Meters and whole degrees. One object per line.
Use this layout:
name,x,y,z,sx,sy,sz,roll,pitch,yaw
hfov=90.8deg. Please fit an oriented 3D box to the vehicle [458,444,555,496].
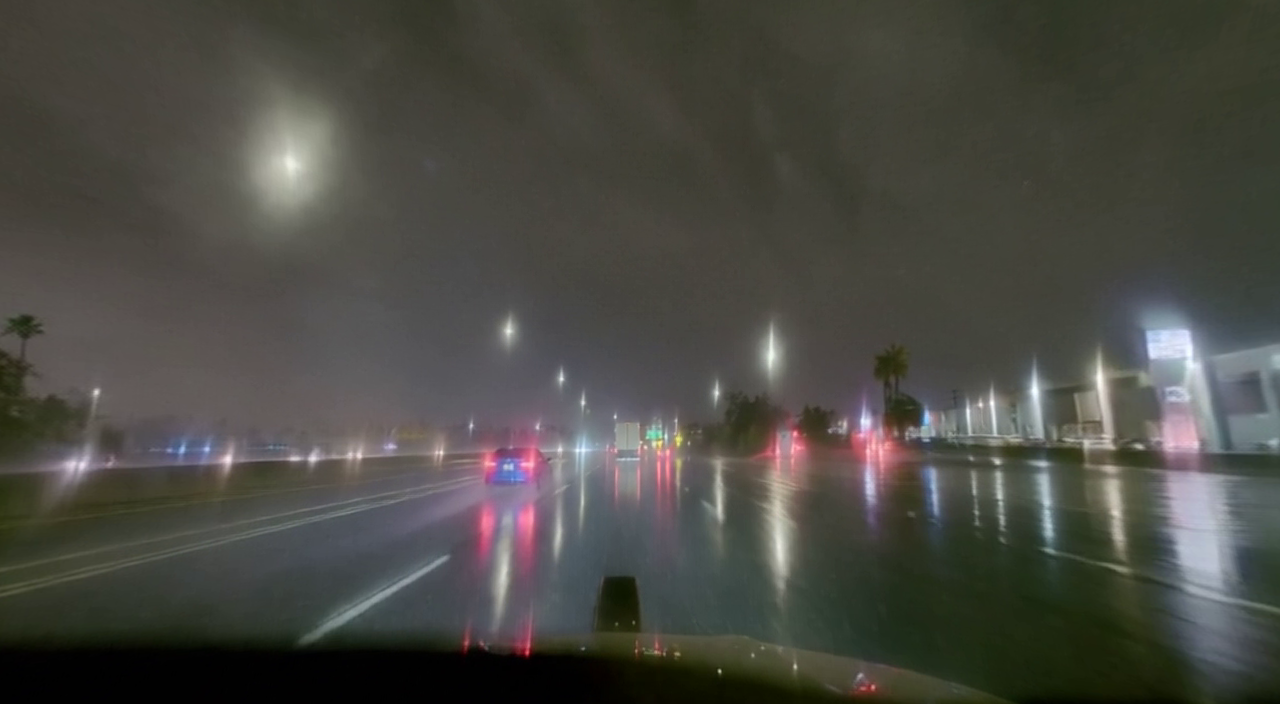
vehicle,-4.000,3.599,19.740,2.097,1.447,4.291,0,-8,0

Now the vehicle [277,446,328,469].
vehicle,-24.690,7.688,46.405,1.730,1.556,3.993,0,-8,-4

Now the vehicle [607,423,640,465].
vehicle,-1.248,6.989,47.848,2.364,2.953,6.495,0,-8,-1
